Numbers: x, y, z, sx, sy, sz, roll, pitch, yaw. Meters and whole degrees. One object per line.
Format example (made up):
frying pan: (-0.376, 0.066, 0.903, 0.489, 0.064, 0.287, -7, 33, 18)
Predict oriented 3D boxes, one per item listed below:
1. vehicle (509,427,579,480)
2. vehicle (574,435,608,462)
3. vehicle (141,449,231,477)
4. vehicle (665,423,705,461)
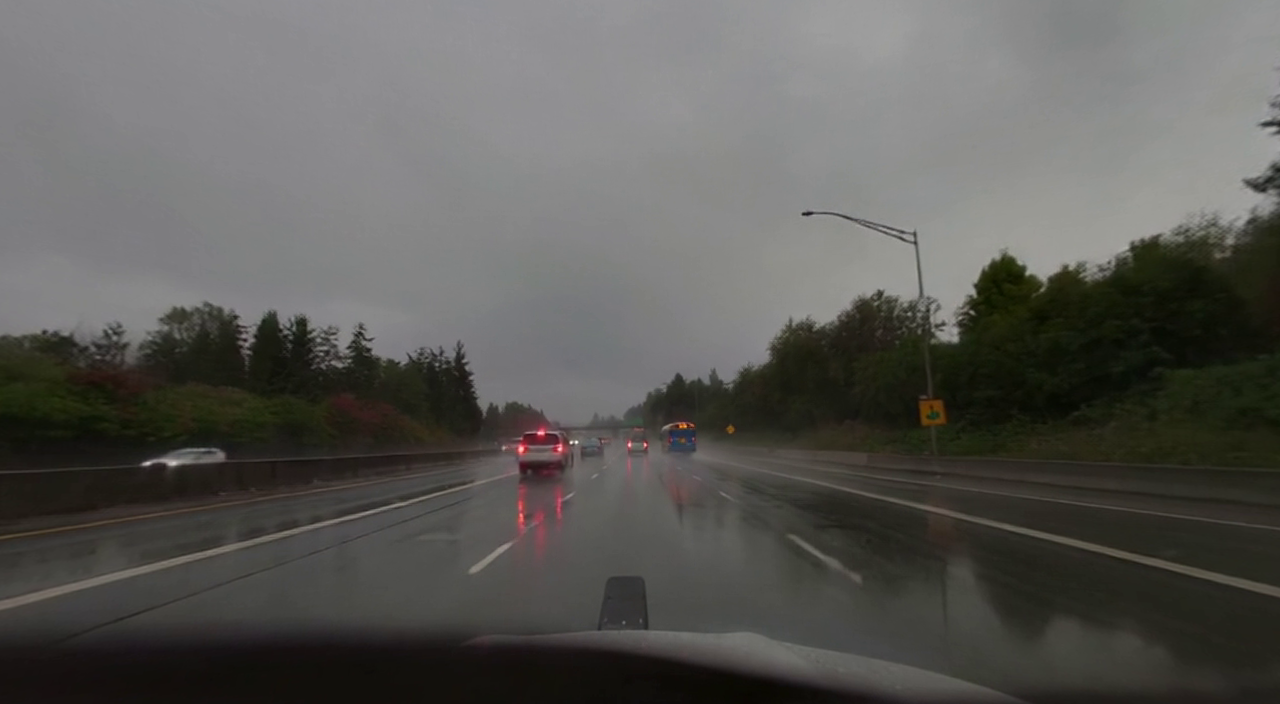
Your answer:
vehicle: (-3.655, 3.968, 24.837, 2.016, 1.898, 4.458, 0, -8, 1)
vehicle: (-3.492, 7.061, 46.021, 2.155, 1.843, 4.567, 0, -8, 0)
vehicle: (-26.873, 6.560, 37.555, 1.955, 1.497, 4.582, 0, -8, -1)
vehicle: (3.474, 7.139, 49.938, 2.573, 2.828, 6.754, 0, -8, 0)
